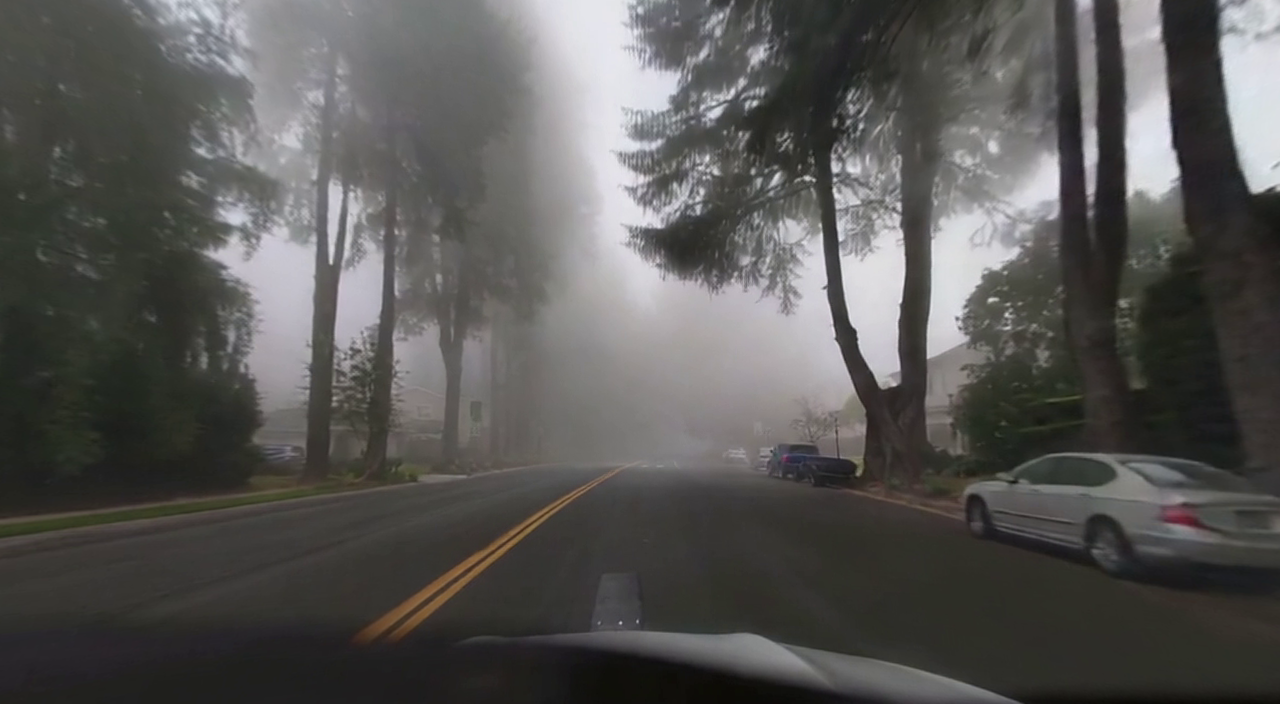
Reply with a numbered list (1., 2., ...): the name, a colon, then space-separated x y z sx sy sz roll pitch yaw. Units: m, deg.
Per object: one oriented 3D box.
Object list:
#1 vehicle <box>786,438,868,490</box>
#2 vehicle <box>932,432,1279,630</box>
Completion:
1. vehicle: 6.495 3.915 22.404 1.798 1.669 3.626 0 -9 0
2. vehicle: 5.547 1.729 7.309 2.085 1.485 4.932 0 -9 2
